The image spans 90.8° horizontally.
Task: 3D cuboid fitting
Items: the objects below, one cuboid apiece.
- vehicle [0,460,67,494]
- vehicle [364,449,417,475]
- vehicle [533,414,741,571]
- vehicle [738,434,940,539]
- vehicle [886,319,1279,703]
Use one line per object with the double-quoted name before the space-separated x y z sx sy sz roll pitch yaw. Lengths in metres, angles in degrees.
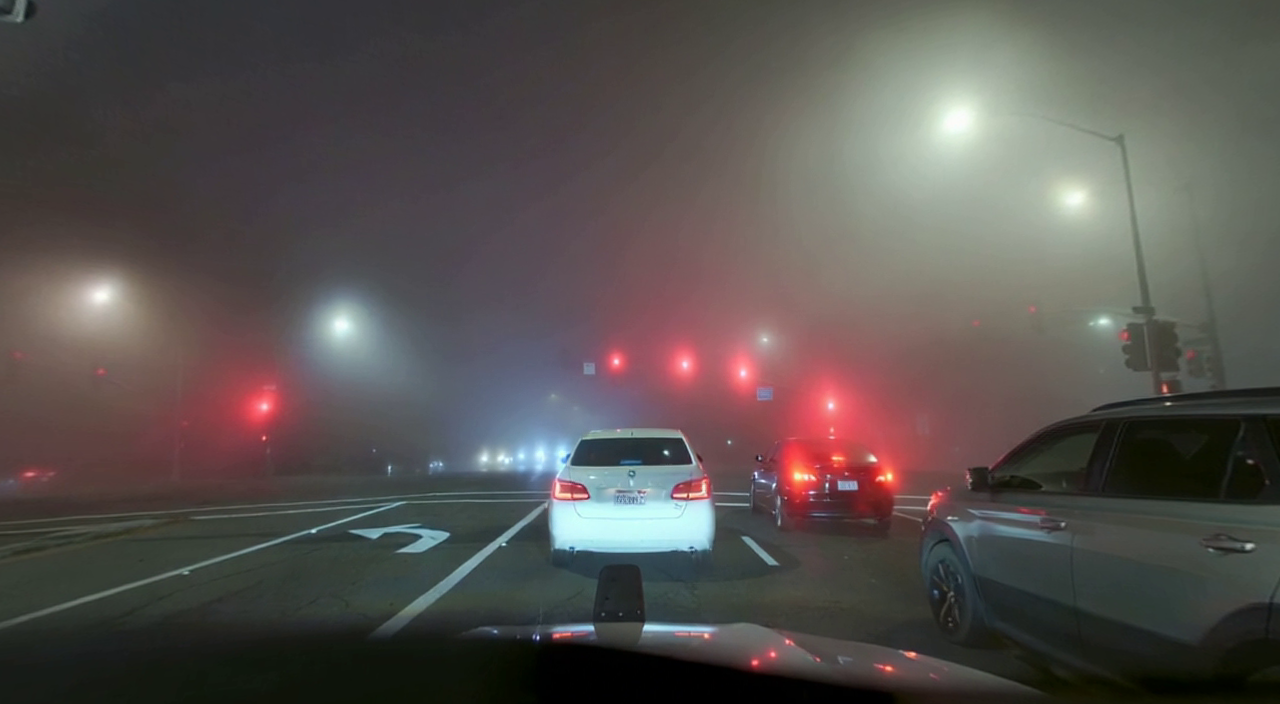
"vehicle" -36.821 7.298 37.103 4.448 1.837 2.021 -1 -9 4
"vehicle" -18.747 8.260 47.655 2.026 1.836 4.726 0 -8 0
"vehicle" -0.081 1.780 8.747 2.188 1.637 4.027 0 -8 -1
"vehicle" 3.147 2.220 11.138 2.001 1.463 4.398 0 -8 -2
"vehicle" 2.991 0.869 2.660 2.103 1.701 4.294 0 -8 -1
